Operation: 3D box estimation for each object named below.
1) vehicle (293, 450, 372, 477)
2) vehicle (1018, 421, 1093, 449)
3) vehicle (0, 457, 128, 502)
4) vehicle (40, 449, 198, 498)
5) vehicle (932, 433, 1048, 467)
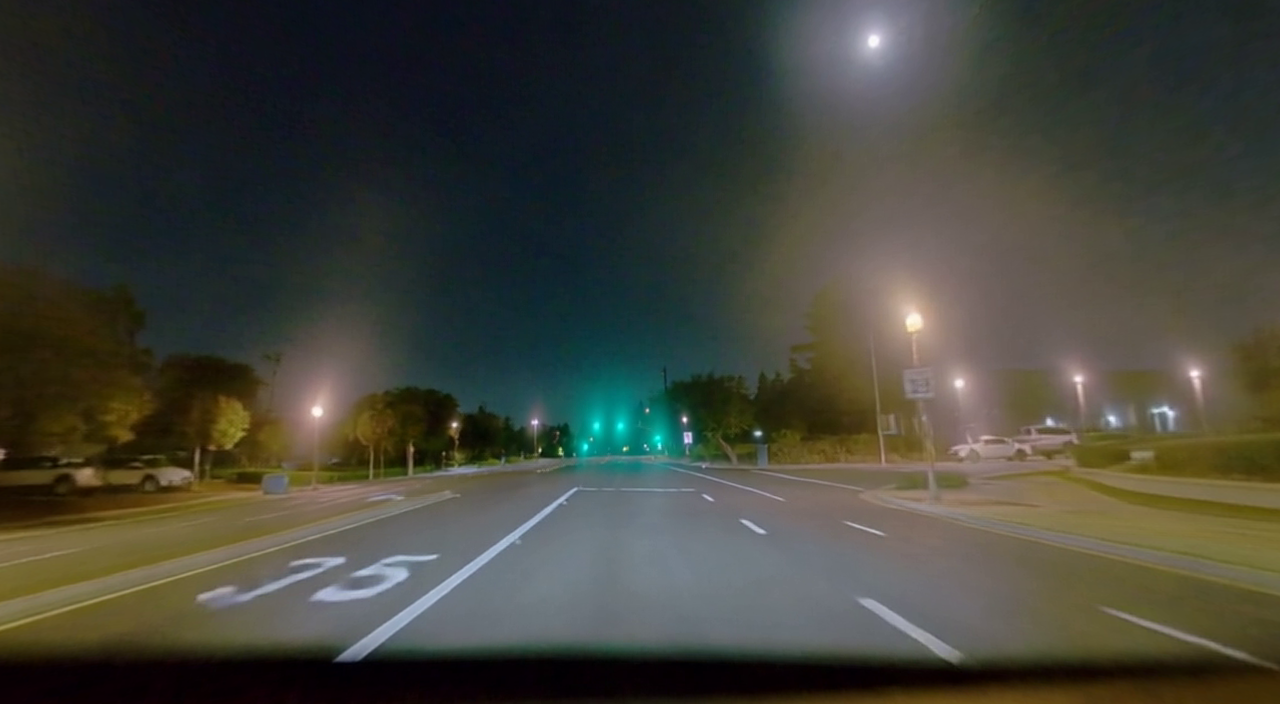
[{"bbox_3d":[-20.594,7.452,42.384,4.171,1.728,2.069,0,-9,2],"label":"vehicle"},{"bbox_3d":[28.265,5.734,43.219,2.049,1.739,4.982,-1,-9,5],"label":"vehicle"},{"bbox_3d":[-21.295,4.502,22.456,4.495,1.472,1.833,0,-9,0],"label":"vehicle"},{"bbox_3d":[-20.708,4.814,25.267,4.456,1.809,2.113,0,-9,2],"label":"vehicle"},{"bbox_3d":[19.195,5.445,34.827,5.172,1.468,1.964,-3,-11,-2],"label":"vehicle"}]
